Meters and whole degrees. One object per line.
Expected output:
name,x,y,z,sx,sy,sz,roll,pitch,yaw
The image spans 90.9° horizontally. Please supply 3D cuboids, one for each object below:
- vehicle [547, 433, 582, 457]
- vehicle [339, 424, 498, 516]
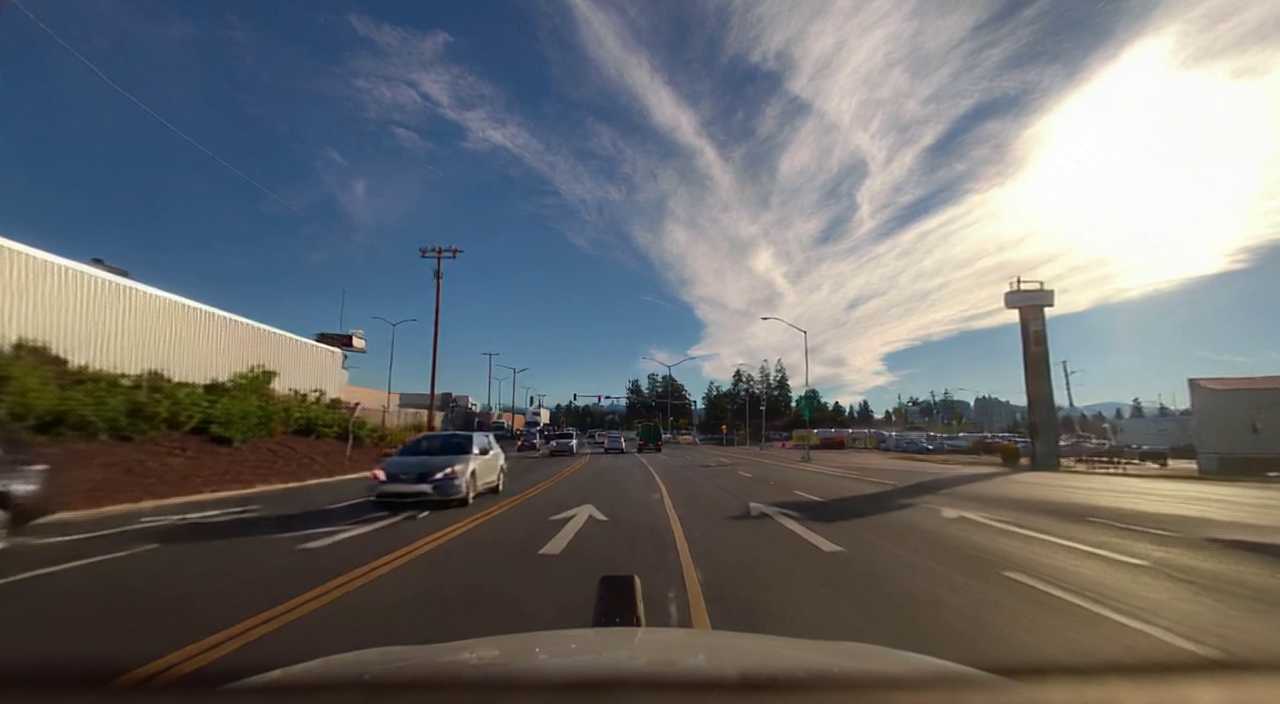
vehicle,-5.043,6.271,42.544,2.003,1.562,3.862,0,-8,-2
vehicle,-4.166,2.250,12.540,1.727,1.519,3.805,0,-8,0
